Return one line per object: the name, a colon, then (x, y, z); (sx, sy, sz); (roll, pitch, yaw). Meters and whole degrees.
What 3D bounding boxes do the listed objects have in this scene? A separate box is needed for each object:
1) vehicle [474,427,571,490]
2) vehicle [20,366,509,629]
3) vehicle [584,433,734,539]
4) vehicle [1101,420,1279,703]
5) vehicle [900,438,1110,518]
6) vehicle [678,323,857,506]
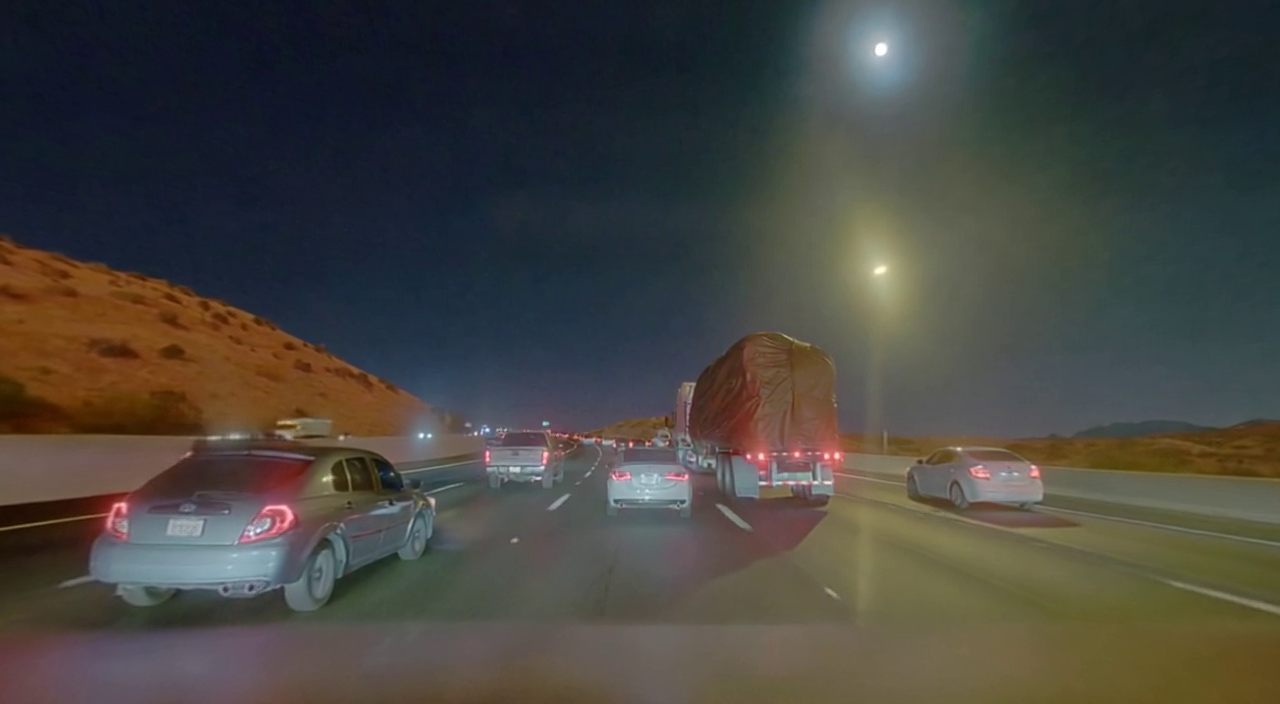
vehicle: (-3.707, 3.465, 20.992); (2.348, 1.821, 5.061); (0, -8, -1)
vehicle: (-3.286, 1.432, 7.328); (2.318, 1.902, 5.374); (0, -8, 1)
vehicle: (0.220, 2.177, 10.924); (2.105, 1.471, 3.978); (0, -8, -1)
vehicle: (3.588, 0.783, 0.987); (2.169, 1.447, 4.817); (0, -8, 1)
vehicle: (7.768, 2.684, 14.030); (2.092, 1.495, 4.194); (0, -8, -1)
vehicle: (3.176, 2.151, 19.618); (2.759, 4.098, 10.906); (0, -8, -3)
